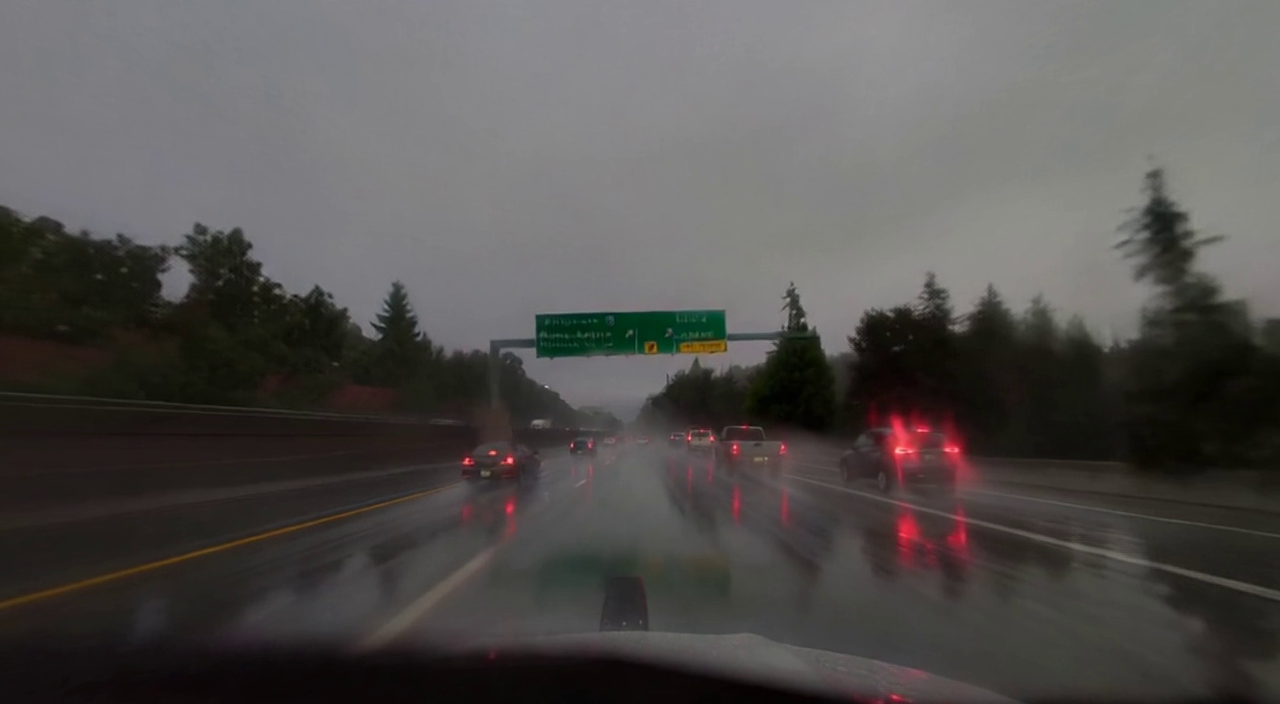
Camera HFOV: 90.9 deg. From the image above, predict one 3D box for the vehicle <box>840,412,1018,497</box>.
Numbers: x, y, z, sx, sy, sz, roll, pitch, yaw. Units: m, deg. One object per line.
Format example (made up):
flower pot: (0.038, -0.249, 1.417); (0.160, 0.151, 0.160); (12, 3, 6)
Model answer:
vehicle: (7.686, 2.827, 17.685); (2.291, 1.968, 5.662); (0, -8, 0)

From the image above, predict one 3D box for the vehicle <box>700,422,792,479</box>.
vehicle: (3.861, 3.767, 24.283); (2.517, 1.935, 5.552); (0, -8, -1)

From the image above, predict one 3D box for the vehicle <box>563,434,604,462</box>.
vehicle: (-3.375, 5.844, 38.408); (2.020, 1.628, 4.248); (0, -8, 2)

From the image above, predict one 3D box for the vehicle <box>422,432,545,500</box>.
vehicle: (-3.738, 2.801, 15.914); (1.978, 1.473, 4.073); (0, -8, 1)
